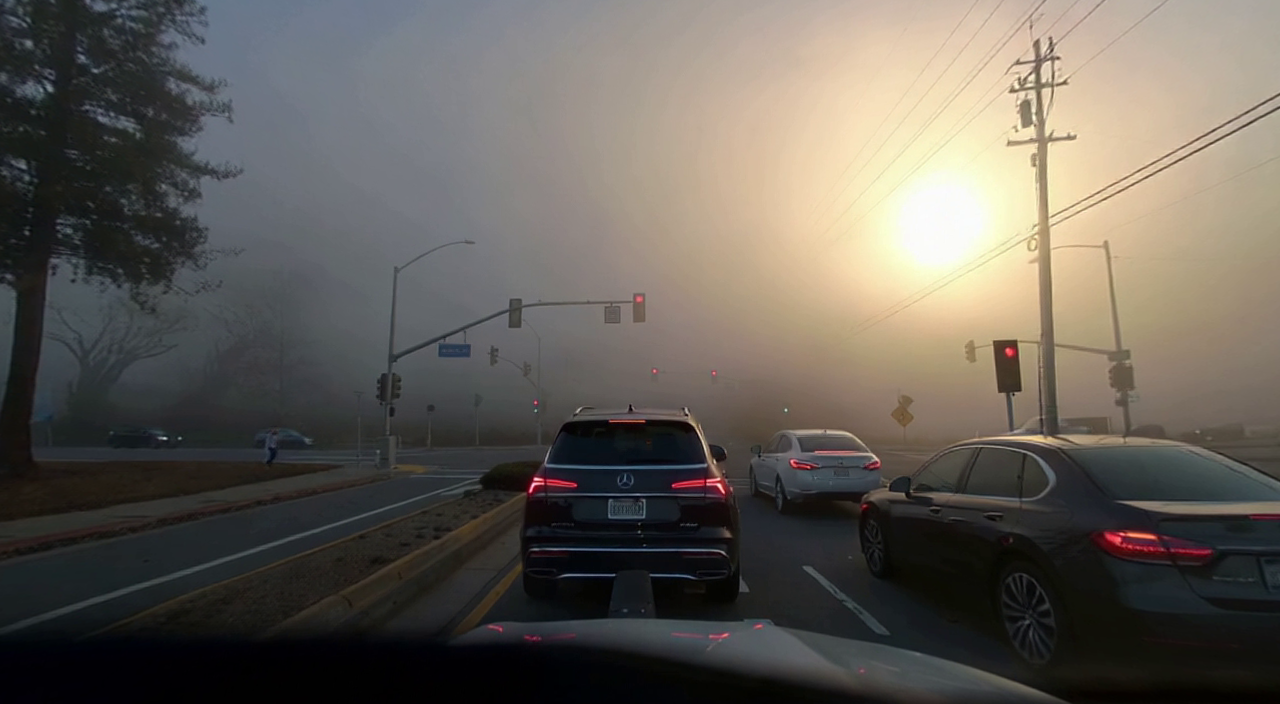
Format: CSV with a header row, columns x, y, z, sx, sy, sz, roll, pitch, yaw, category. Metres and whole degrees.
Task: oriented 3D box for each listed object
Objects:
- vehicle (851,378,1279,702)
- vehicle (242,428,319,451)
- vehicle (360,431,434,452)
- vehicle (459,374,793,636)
x,y,z,sx,sy,sz,roll,pitch,yaw,category
3.557,1.299,5.564,1.948,1.677,4.437,0,-8,1,vehicle
-26.863,6.546,47.195,4.587,1.639,1.878,0,-8,0,vehicle
-17.779,6.578,46.349,4.607,1.478,1.995,0,-8,0,vehicle
-0.136,1.364,6.614,2.271,1.786,4.443,0,-8,-1,vehicle
